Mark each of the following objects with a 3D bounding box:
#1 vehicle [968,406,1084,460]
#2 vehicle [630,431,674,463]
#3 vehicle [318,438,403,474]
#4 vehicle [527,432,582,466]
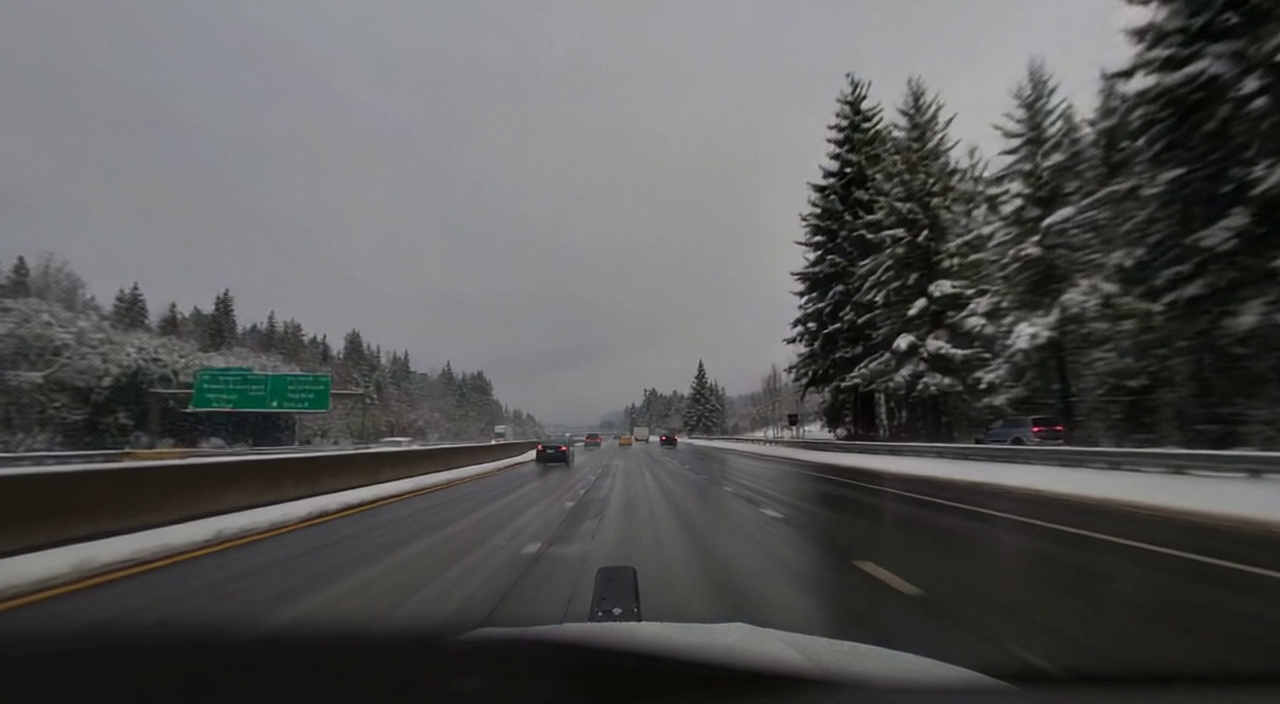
[{"bbox_3d":[20.045,4.301,33.200,2.232,2.540,6.015,0,-8,-1],"label":"vehicle"},{"bbox_3d":[0.543,4.828,32.192,2.086,1.554,3.875,0,-8,-2],"label":"vehicle"},{"bbox_3d":[-12.453,4.627,28.467,1.859,1.484,4.453,0,-8,-1],"label":"vehicle"},{"bbox_3d":[-3.917,4.519,29.634,2.014,1.471,4.380,0,-8,-1],"label":"vehicle"}]
